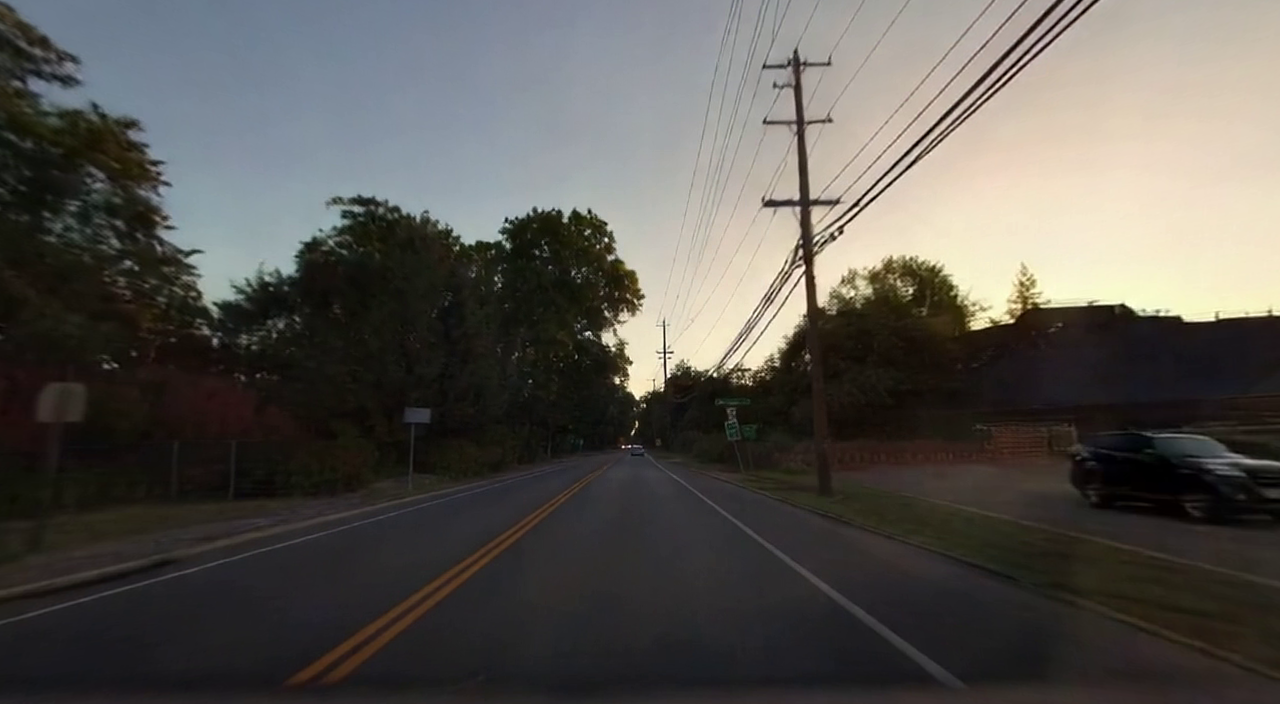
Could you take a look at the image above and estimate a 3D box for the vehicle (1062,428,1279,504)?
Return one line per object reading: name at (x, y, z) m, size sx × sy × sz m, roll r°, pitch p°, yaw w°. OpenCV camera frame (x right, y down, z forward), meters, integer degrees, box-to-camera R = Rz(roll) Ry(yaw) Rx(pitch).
vehicle at (15.970, 3.263, 18.301) m, size 5.494 × 2.011 × 2.421 m, roll -1°, pitch -9°, yaw 5°
